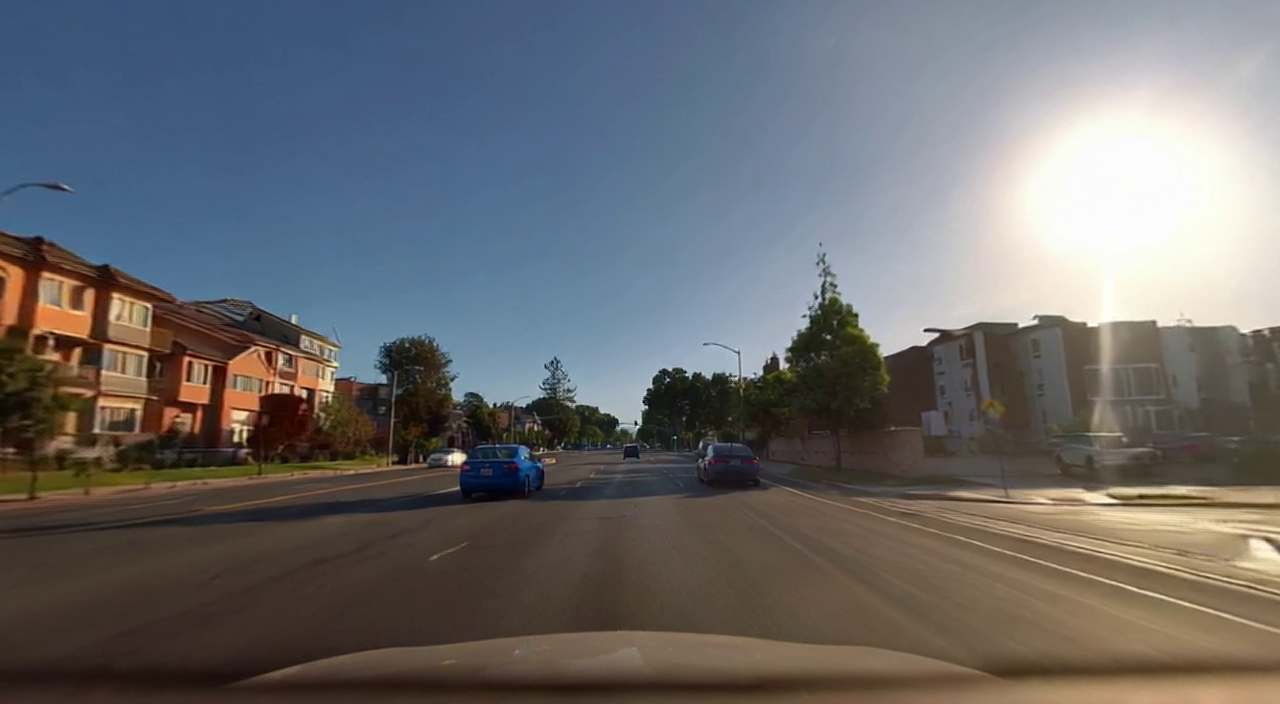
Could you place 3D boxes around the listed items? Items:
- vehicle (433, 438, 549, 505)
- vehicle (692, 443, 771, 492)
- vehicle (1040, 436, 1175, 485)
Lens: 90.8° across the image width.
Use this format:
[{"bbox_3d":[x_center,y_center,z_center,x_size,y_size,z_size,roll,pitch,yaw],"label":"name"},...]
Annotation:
[{"bbox_3d":[-3.733,3.061,16.648,2.062,1.527,4.044,0,-9,0],"label":"vehicle"},{"bbox_3d":[3.002,3.901,21.764,1.978,1.471,4.426,0,-9,-1],"label":"vehicle"},{"bbox_3d":[19.415,4.511,26.583,1.961,1.861,4.757,0,-9,-1],"label":"vehicle"}]
